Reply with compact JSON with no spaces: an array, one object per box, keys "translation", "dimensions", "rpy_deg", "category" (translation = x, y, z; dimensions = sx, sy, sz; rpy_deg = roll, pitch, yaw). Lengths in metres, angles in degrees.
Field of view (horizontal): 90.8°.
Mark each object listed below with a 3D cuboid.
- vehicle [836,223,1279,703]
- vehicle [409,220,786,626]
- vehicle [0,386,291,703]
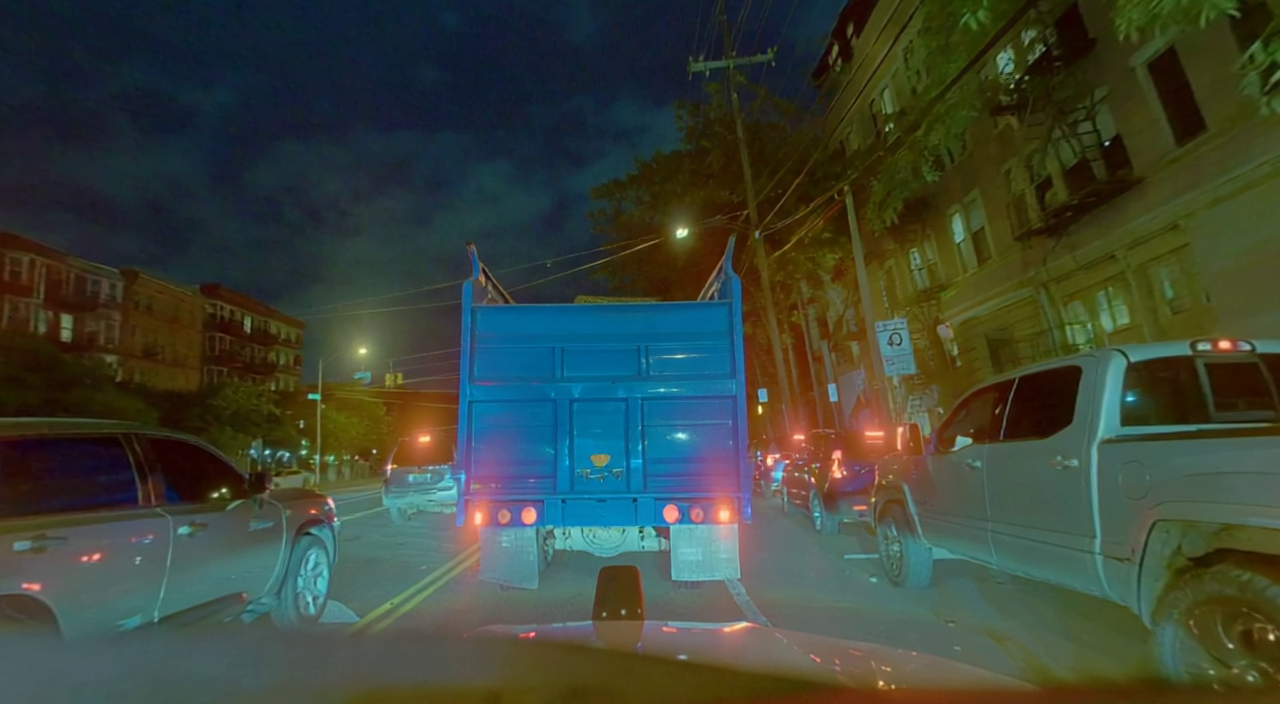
[{"translation":[3.230,0.845,3.870],"dimensions":[2.242,1.979,5.722],"rpy_deg":[0,-8,0],"category":"vehicle"},{"translation":[-0.235,1.100,9.121],"dimensions":[2.878,3.204,8.244],"rpy_deg":[0,-8,1],"category":"vehicle"},{"translation":[-4.119,1.036,3.298],"dimensions":[1.988,1.657,4.492],"rpy_deg":[0,-8,0],"category":"vehicle"}]
